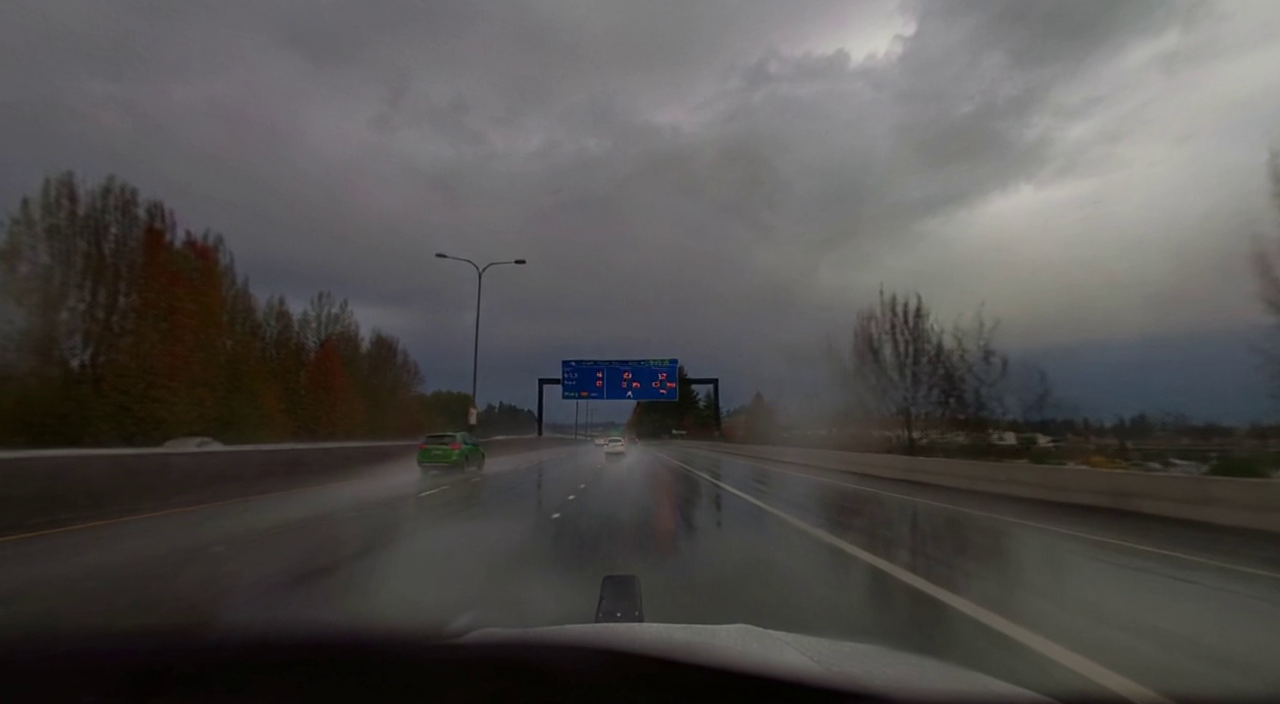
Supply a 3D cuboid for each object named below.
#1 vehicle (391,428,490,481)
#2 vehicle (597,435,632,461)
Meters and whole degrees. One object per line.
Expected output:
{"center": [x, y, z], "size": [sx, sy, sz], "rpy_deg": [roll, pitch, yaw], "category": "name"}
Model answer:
{"center": [-6.994, 3.613, 22.613], "size": [2.111, 1.689, 4.505], "rpy_deg": [0, -8, 0], "category": "vehicle"}
{"center": [-1.538, 5.999, 39.441], "size": [2.010, 1.534, 4.013], "rpy_deg": [0, -8, 0], "category": "vehicle"}
